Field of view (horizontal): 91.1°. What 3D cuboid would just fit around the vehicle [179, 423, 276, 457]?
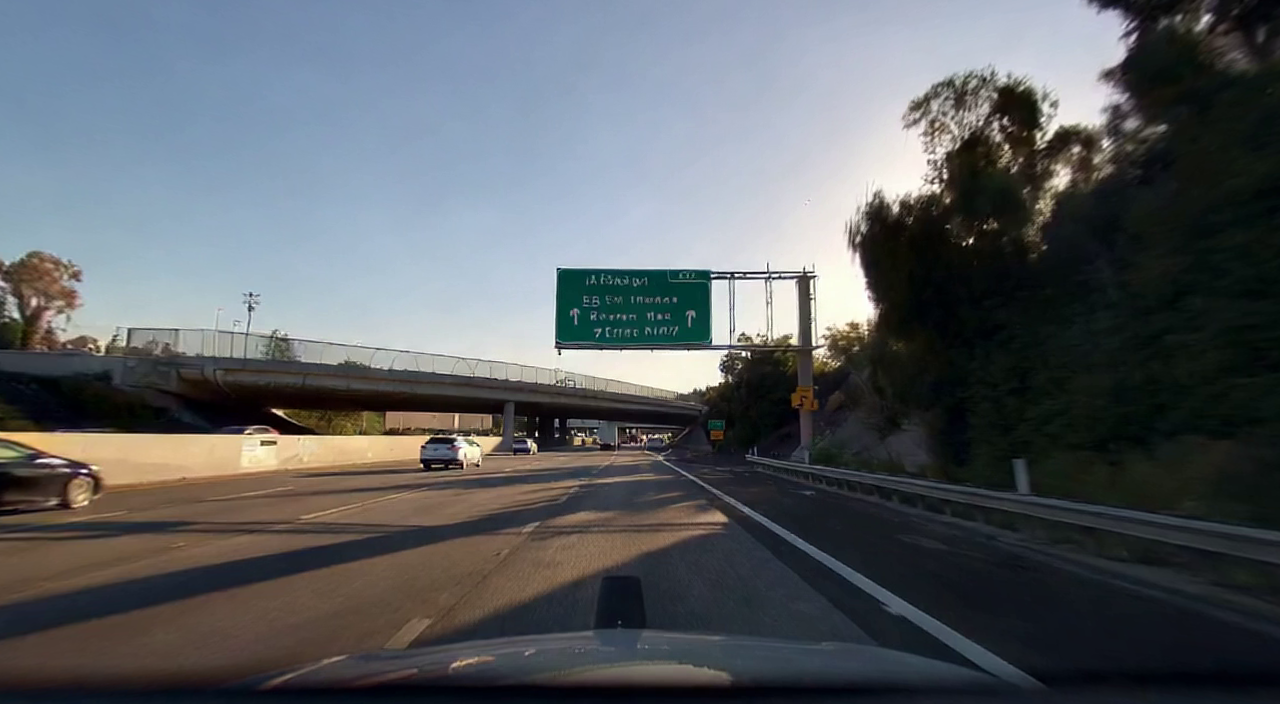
[{"bbox_3d":[-20.428,4.378,31.413,1.878,1.549,4.398,0,-8,0],"label":"vehicle"}]

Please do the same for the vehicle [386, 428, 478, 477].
[{"bbox_3d":[-7.518,3.656,23.188,1.979,1.646,4.096,0,-8,0],"label":"vehicle"}]
